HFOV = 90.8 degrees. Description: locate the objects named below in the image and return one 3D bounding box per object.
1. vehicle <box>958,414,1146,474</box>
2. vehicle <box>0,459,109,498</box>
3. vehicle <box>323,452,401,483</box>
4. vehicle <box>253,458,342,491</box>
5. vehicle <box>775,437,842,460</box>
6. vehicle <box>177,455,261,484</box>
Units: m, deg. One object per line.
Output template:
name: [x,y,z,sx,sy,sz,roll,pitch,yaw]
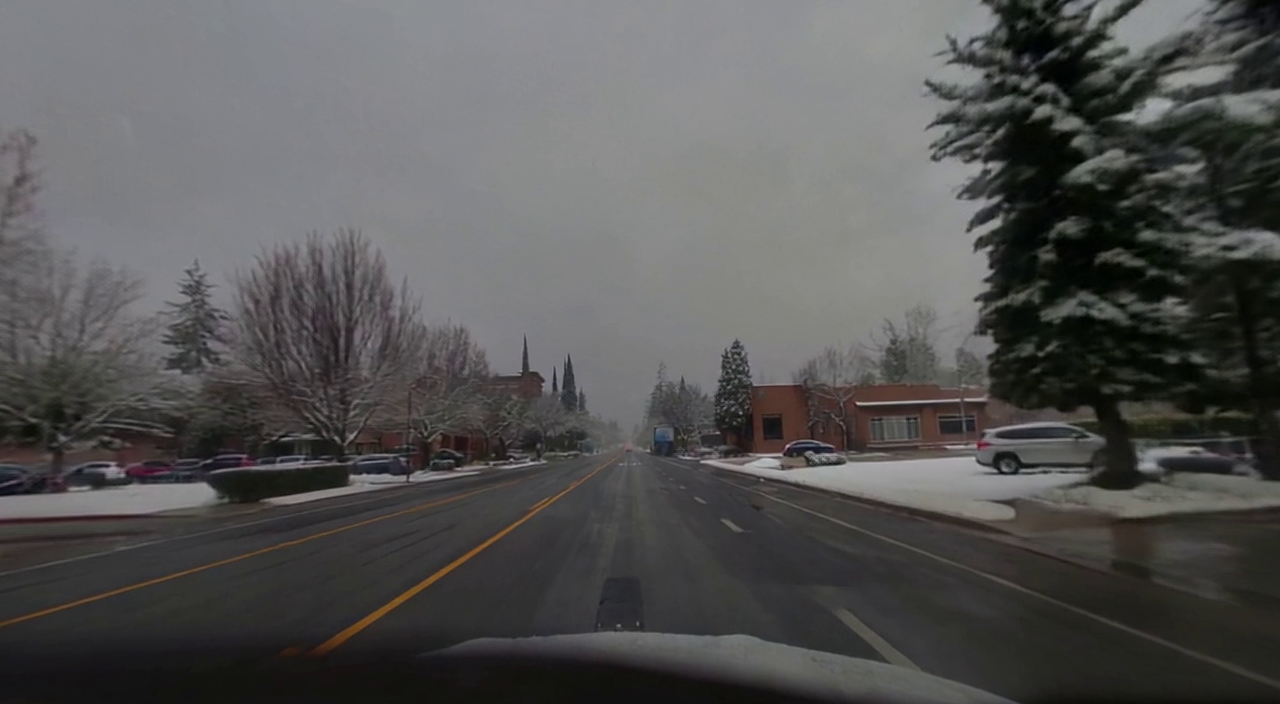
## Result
vehicle: [12.742,2.928,19.984,4.632,1.701,1.975,-5,-10,26]
vehicle: [-27.263,5.729,28.724,4.272,1.613,1.855,2,-9,-14]
vehicle: [-16.548,6.838,37.623,4.311,1.746,1.984,-5,-10,29]
vehicle: [-17.347,6.139,31.905,4.708,1.472,1.994,-6,-11,35]
vehicle: [12.849,7.370,48.279,4.554,1.668,1.974,-5,-10,28]
vehicle: [-27.677,7.674,41.657,4.417,1.747,1.954,5,-10,-33]
